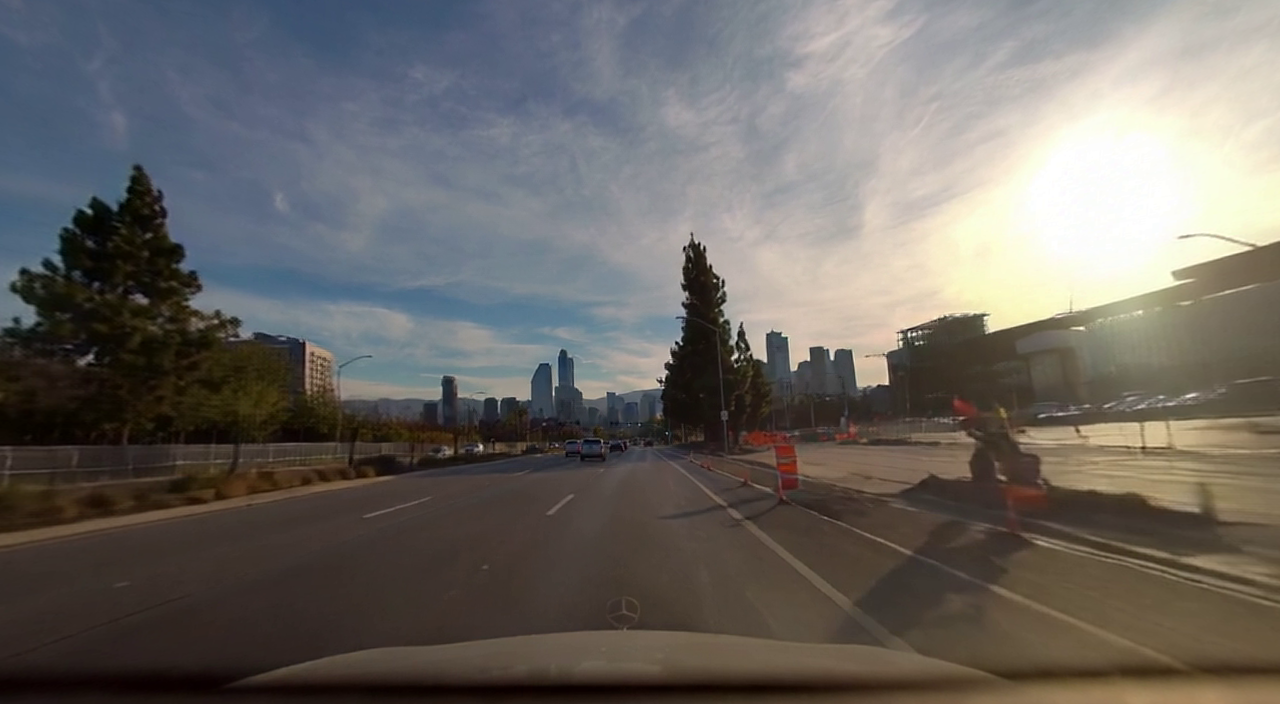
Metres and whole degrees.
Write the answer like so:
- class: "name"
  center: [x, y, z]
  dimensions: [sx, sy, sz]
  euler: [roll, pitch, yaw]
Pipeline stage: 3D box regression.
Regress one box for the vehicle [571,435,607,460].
- class: "vehicle"
  center: [-3.473, 6.559, 43.498]
  dimensions: [2.121, 1.654, 3.993]
  euler: [0, -8, 0]
